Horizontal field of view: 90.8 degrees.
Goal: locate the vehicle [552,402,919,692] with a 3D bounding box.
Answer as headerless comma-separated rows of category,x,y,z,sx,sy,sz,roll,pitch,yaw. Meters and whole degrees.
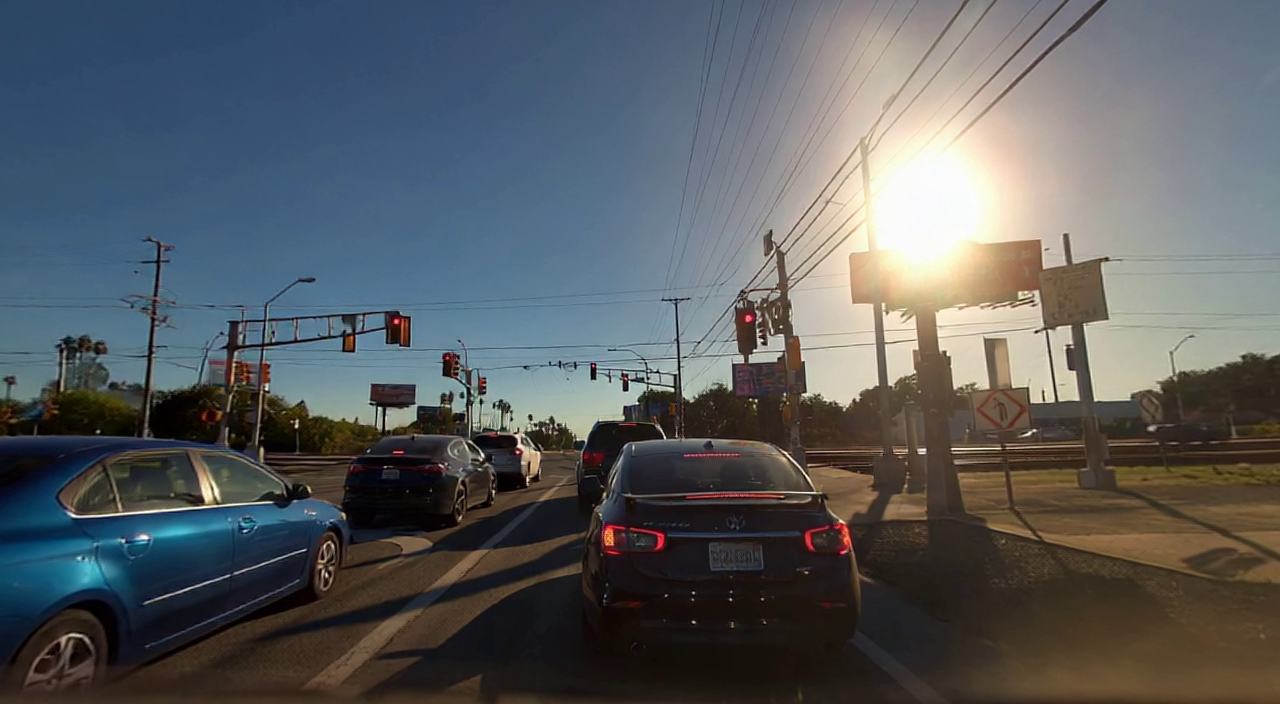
vehicle,0.406,1.339,5.460,1.998,1.529,3.960,1,-9,-4

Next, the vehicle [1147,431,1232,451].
vehicle,40.776,6.638,46.938,4.453,1.476,1.887,0,-9,0

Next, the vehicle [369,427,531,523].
vehicle,-3.365,2.259,12.083,1.984,1.505,3.982,0,-9,-2

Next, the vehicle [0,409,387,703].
vehicle,-3.710,1.250,4.462,1.956,1.468,4.585,0,-9,0
